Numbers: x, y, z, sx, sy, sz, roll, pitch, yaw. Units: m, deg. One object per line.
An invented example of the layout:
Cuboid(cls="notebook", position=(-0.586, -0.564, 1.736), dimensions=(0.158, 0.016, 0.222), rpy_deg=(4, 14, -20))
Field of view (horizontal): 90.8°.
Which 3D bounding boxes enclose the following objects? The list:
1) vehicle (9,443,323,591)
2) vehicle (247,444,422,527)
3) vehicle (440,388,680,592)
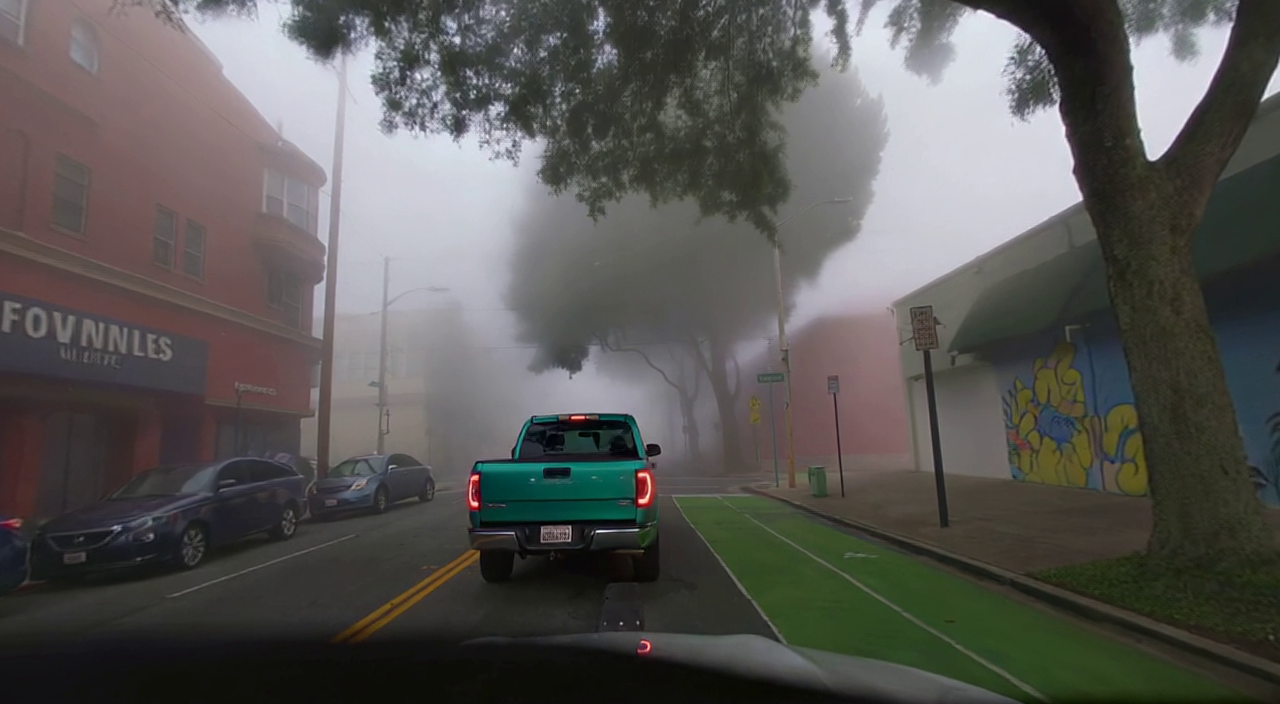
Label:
Cuboid(cls="vehicle", position=(-7.208, 2.438, 10.373), dimensions=(1.882, 1.686, 4.489), rpy_deg=(-5, -8, -3))
Cuboid(cls="vehicle", position=(-7.396, 3.222, 16.055), dimensions=(1.884, 1.730, 5.076), rpy_deg=(0, -8, 0))
Cuboid(cls="vehicle", position=(-0.708, 1.617, 8.231), dimensions=(2.215, 1.882, 4.611), rpy_deg=(0, -8, 1))
